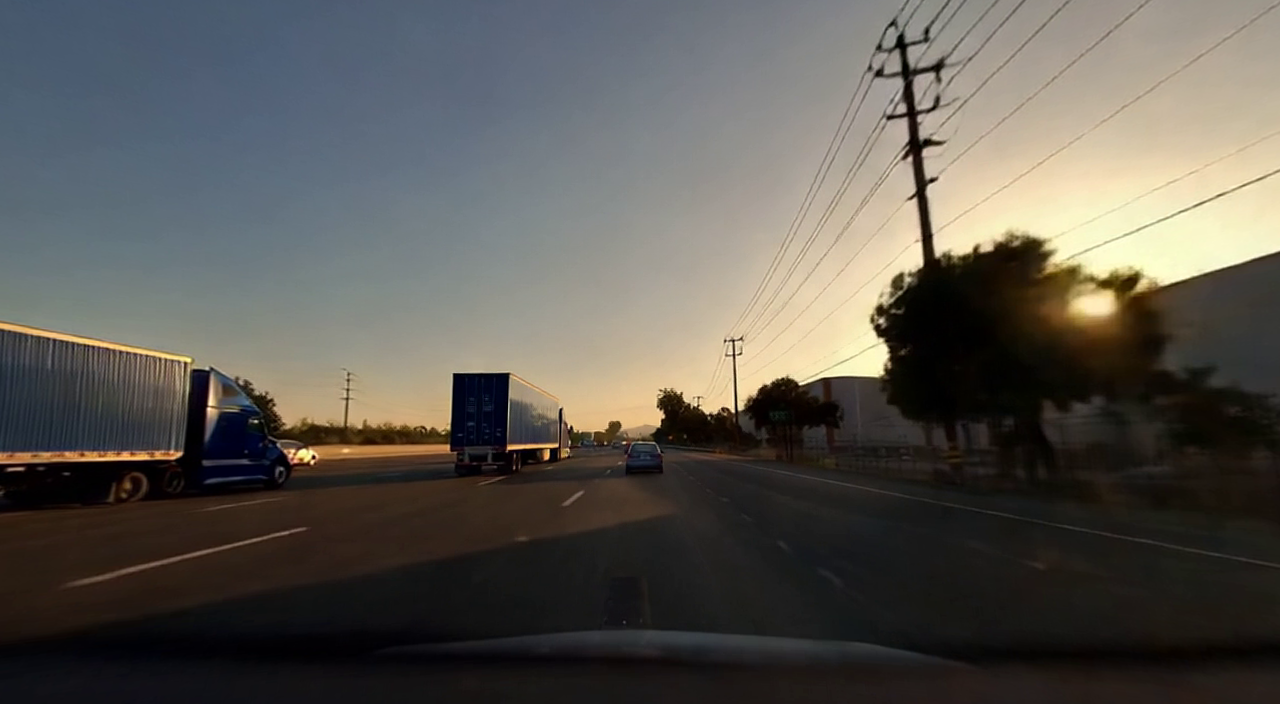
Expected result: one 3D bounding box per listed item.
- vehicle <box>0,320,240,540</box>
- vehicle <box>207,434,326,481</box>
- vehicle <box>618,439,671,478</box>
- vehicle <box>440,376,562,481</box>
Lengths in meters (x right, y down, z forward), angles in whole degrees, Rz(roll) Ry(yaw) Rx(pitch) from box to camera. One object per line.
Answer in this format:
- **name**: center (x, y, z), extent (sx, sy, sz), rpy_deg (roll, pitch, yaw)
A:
- **vehicle**: center (-10.686, 1.196, 9.570), extent (2.896, 3.140, 9.491), rpy_deg (0, -8, 1)
- **vehicle**: center (-14.722, 4.168, 25.229), extent (1.938, 1.679, 4.469), rpy_deg (0, -8, 1)
- **vehicle**: center (0.203, 4.464, 26.696), extent (2.055, 1.514, 4.323), rpy_deg (0, -8, 1)
- **vehicle**: center (-6.367, 4.111, 32.397), extent (2.907, 4.081, 15.311), rpy_deg (0, -8, 0)
